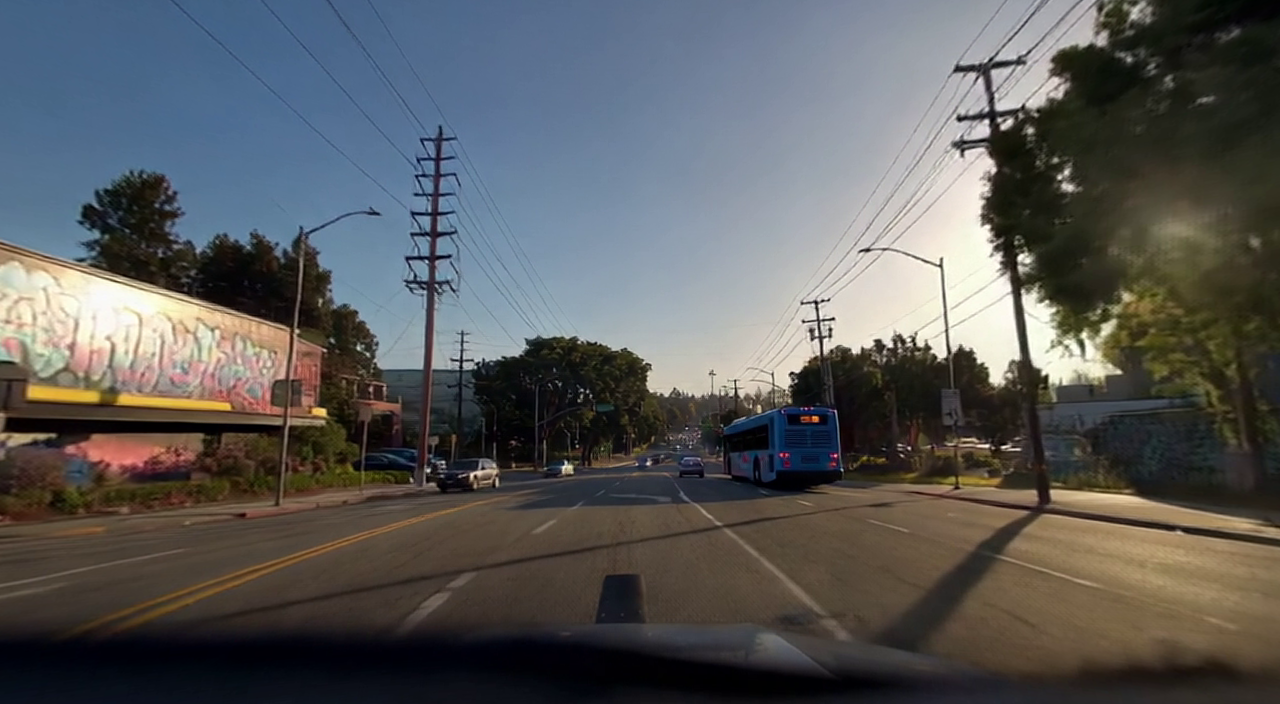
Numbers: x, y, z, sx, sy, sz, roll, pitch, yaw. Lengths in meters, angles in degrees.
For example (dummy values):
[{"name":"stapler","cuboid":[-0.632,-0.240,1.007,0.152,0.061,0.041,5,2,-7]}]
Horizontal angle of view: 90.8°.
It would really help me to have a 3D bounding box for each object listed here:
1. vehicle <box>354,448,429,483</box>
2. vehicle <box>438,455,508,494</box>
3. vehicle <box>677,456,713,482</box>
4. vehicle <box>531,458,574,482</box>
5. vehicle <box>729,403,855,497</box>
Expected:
[{"name":"vehicle","cuboid":[-17.090,7.837,43.603,4.244,2.316,1.959,-1,-8,3]},{"name":"vehicle","cuboid":[-8.181,6.038,31.430,2.011,1.672,4.637,-1,-8,3]},{"name":"vehicle","cuboid":[3.552,7.612,41.325,1.961,1.470,4.196,0,-8,0]},{"name":"vehicle","cuboid":[-6.776,9.167,49.366,2.017,1.659,4.405,-2,-9,9]},{"name":"vehicle","cuboid":[6.471,4.520,29.609,3.045,3.447,12.604,0,-8,1]}]
